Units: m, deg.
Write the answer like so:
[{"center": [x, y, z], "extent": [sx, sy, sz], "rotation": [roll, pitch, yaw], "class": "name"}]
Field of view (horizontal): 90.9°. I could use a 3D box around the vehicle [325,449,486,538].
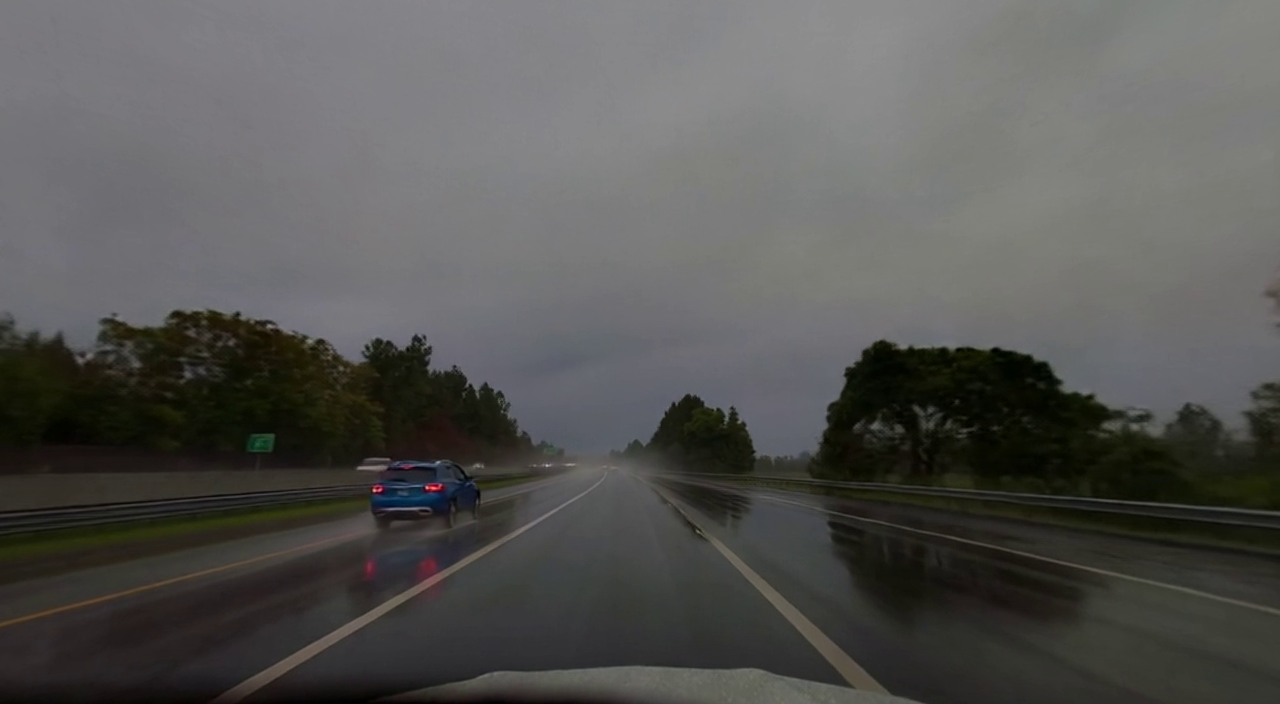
[{"center": [-4.773, 2.945, 13.486], "extent": [2.025, 1.584, 3.657], "rotation": [1, -10, 0], "class": "vehicle"}]
